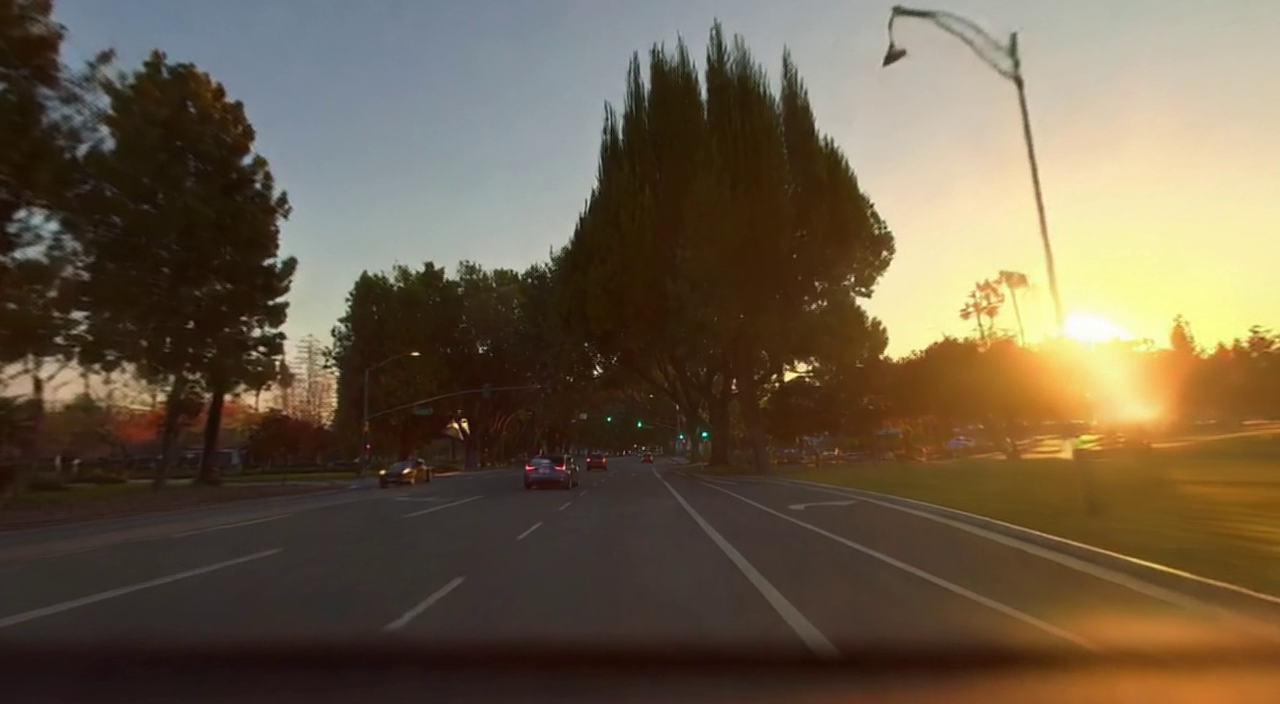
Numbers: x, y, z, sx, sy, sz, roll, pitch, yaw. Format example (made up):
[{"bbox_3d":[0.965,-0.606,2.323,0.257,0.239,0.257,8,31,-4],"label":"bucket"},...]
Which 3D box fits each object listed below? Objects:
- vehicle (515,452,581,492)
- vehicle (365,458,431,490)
[{"bbox_3d":[-3.577,4.717,25.218,1.932,1.431,4.144,-1,-9,1],"label":"vehicle"},{"bbox_3d":[-14.585,7.354,38.445,2.070,1.782,4.735,-1,-9,1],"label":"vehicle"}]
